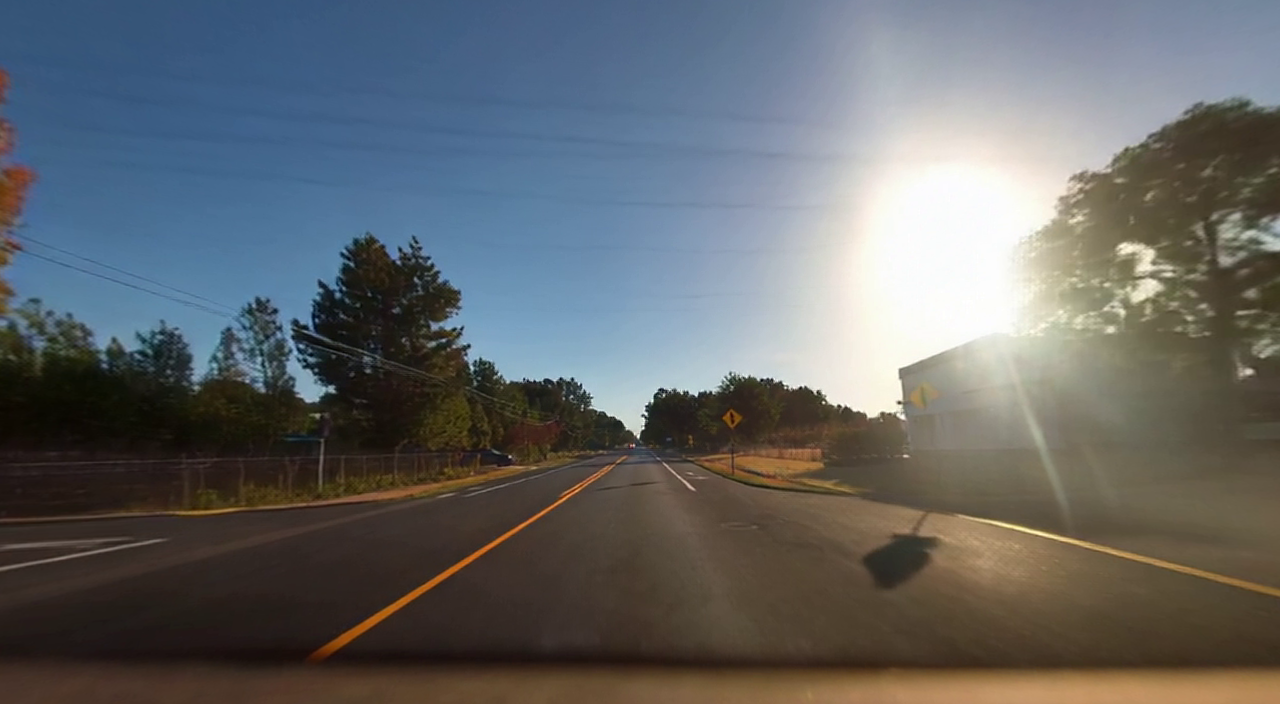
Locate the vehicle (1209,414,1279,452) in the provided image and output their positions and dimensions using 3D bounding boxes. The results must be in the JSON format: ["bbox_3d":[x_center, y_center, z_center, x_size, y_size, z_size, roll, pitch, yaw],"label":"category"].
[{"bbox_3d":[26.730,3.554,27.322,1.802,1.479,4.911,-4,-10,28],"label":"vehicle"}]
